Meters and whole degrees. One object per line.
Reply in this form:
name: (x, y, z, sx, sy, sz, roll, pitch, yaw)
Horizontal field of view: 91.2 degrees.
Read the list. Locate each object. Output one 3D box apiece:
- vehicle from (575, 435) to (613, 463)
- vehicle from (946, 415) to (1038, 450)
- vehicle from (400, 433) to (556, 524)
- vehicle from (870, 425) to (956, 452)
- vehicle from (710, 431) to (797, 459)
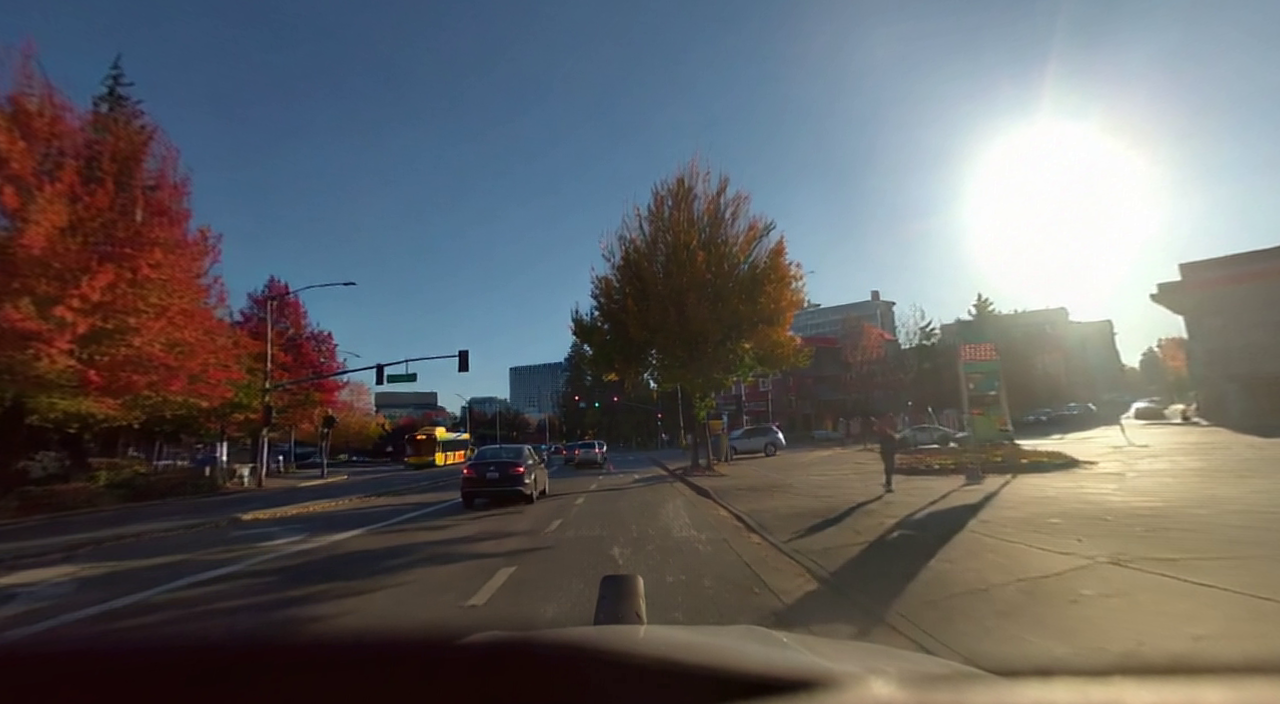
vehicle: (-3.021, 6.560, 42.420, 2.365, 1.751, 3.904, 0, -9, -1)
vehicle: (20.580, 4.730, 36.721, 4.172, 1.687, 1.773, -4, -8, -2)
vehicle: (-3.005, 2.444, 12.642, 2.092, 1.507, 4.078, 0, -9, -1)
vehicle: (15.917, 5.085, 36.719, 4.064, 1.507, 2.078, 0, -9, 1)
vehicle: (6.939, 5.748, 38.728, 4.894, 1.451, 2.089, -3, -8, 0)
